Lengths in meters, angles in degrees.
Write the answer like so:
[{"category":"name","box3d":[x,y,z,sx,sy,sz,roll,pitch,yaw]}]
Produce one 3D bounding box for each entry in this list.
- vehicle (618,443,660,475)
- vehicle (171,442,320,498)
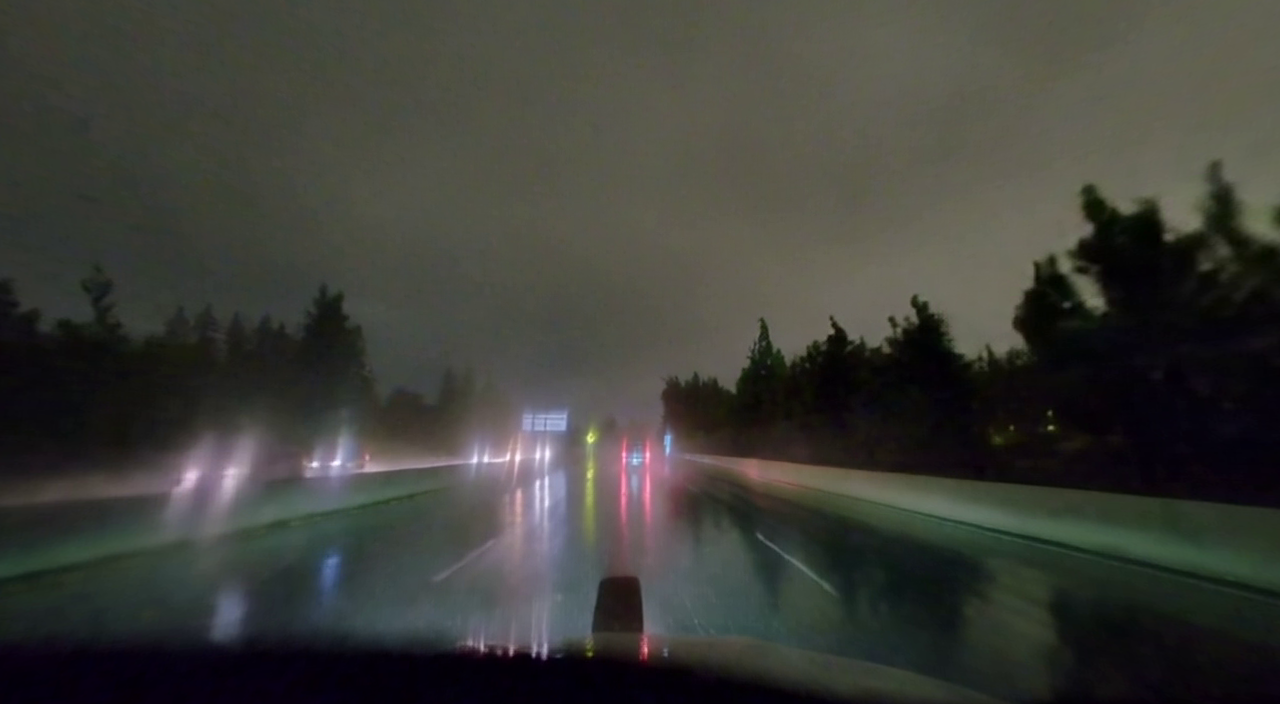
[{"category":"vehicle","box3d":[-0.086,5.621,33.107,2.095,1.537,4.017,0,-9,-1]},{"category":"vehicle","box3d":[-13.508,4.052,21.920,2.074,1.695,4.789,0,-9,0]}]
